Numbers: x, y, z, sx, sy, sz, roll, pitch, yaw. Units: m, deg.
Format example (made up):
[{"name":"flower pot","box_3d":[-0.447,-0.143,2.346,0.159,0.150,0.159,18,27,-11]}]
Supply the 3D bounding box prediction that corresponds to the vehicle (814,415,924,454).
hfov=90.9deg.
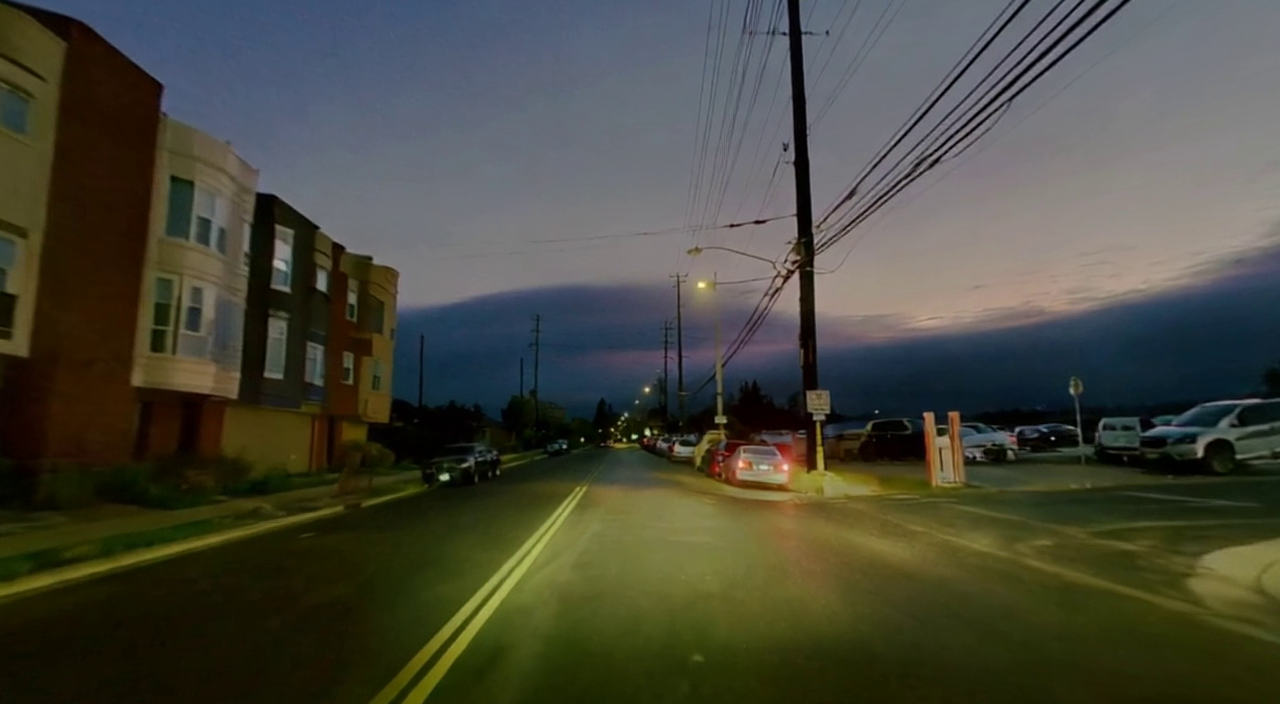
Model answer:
[{"name":"vehicle","box_3d":[12.017,4.460,33.656,2.152,1.875,5.778,3,-9,-21]}]

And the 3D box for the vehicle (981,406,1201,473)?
[{"name":"vehicle","box_3d":[12.665,2.528,18.081,1.897,1.659,4.648,5,-10,-32]}]

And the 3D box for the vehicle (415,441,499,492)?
[{"name":"vehicle","box_3d":[-6.567,4.113,23.160,1.913,1.672,4.267,0,-8,-1]}]

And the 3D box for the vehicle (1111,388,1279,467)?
[{"name":"vehicle","box_3d":[16.611,2.085,17.174,2.153,1.976,5.514,6,-10,-34]}]

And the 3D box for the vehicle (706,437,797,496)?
[{"name":"vehicle","box_3d":[3.236,3.399,19.103,1.914,1.591,3.892,0,-8,-2]}]
